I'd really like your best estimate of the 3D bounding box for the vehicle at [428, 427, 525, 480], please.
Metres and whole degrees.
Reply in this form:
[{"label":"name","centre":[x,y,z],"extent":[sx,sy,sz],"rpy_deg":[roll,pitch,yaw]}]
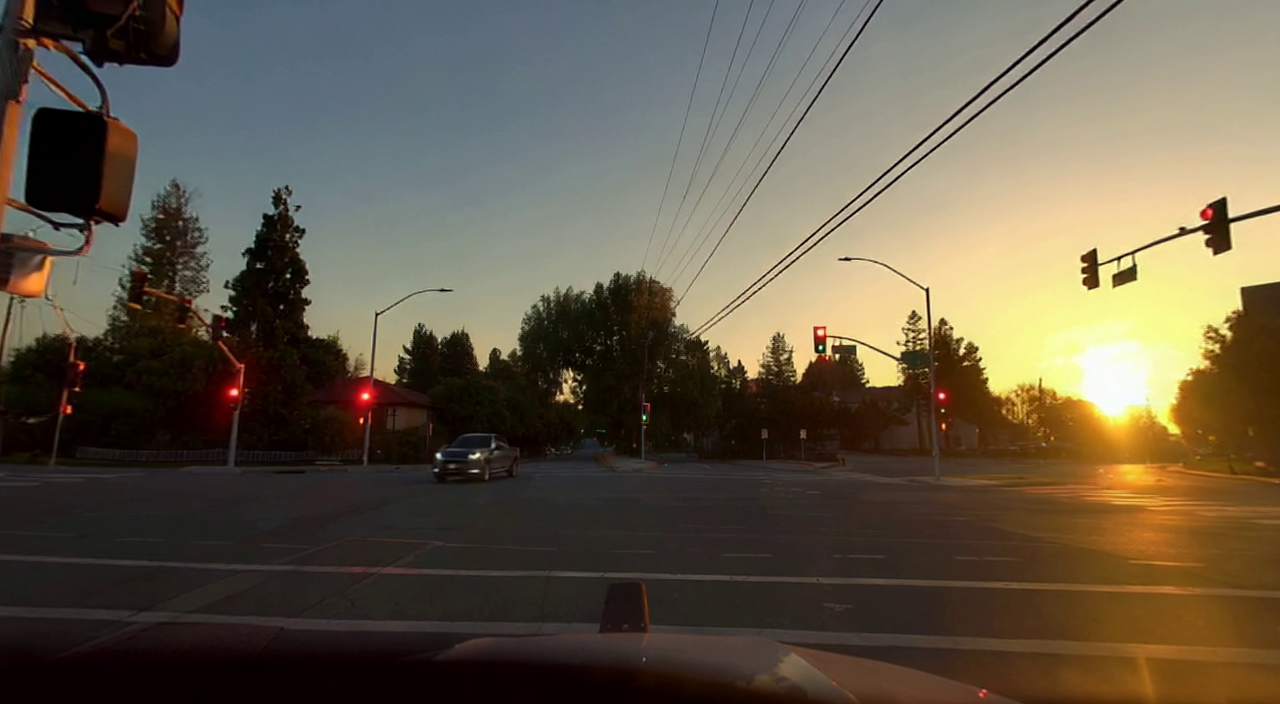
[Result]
[{"label":"vehicle","centre":[-6.093,3.867,24.280],"extent":[2.234,1.796,5.416],"rpy_deg":[0,-8,0]}]
